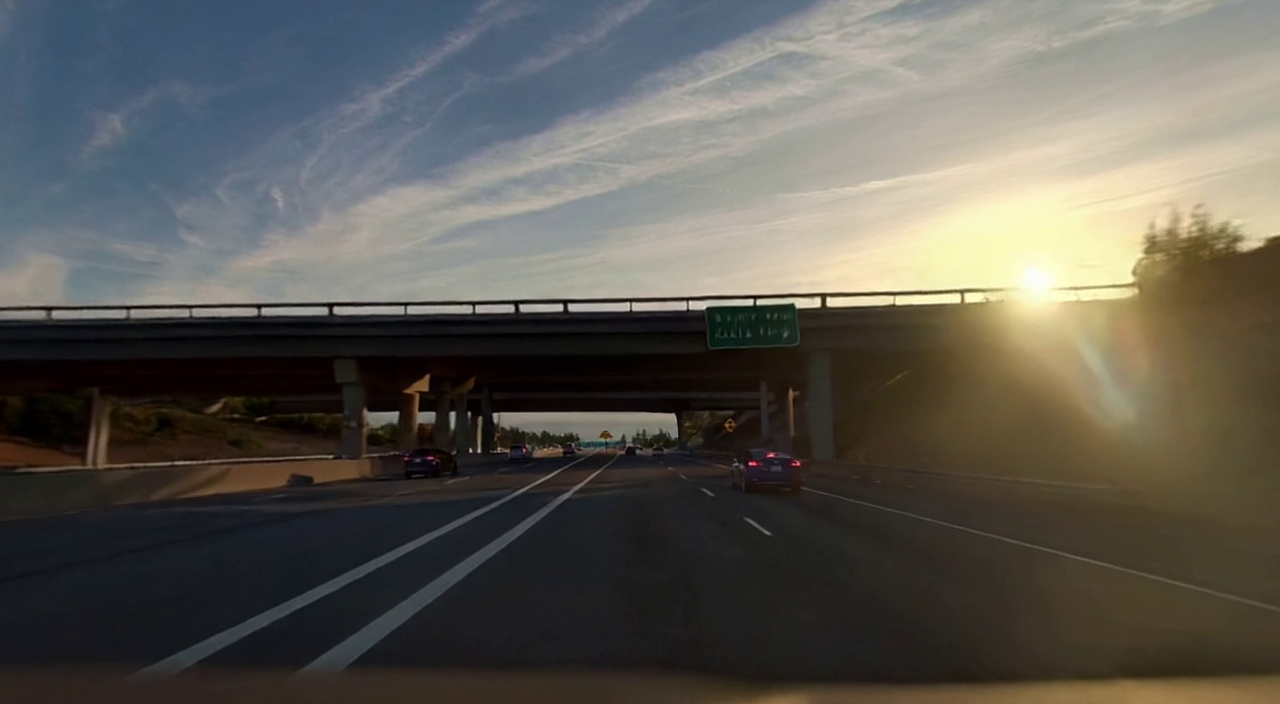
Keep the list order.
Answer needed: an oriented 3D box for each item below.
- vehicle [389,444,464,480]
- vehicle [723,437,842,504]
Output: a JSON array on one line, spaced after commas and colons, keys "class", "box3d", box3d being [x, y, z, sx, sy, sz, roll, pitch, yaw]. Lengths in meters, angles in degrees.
[{"class": "vehicle", "box3d": [-9.985, 5.152, 29.833, 2.072, 1.545, 4.687, 0, -9, -2]}, {"class": "vehicle", "box3d": [3.617, 3.097, 16.893, 2.079, 1.535, 4.316, 0, -9, -2]}]
